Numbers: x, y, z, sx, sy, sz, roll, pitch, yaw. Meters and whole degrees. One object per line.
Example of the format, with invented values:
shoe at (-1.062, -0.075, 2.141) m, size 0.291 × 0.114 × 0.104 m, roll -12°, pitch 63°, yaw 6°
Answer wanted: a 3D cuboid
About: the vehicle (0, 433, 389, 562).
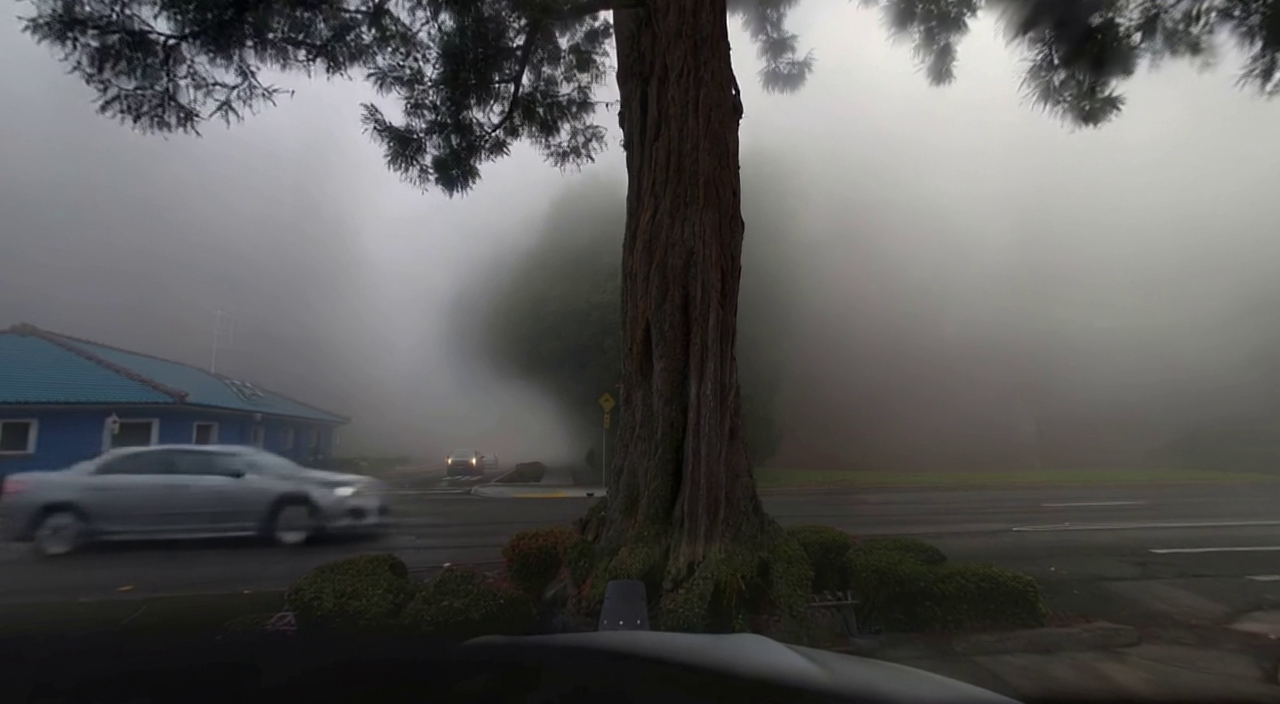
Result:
vehicle at (-6.012, 1.860, 8.533) m, size 4.426 × 1.451 × 2.124 m, roll 1°, pitch -9°, yaw -7°
